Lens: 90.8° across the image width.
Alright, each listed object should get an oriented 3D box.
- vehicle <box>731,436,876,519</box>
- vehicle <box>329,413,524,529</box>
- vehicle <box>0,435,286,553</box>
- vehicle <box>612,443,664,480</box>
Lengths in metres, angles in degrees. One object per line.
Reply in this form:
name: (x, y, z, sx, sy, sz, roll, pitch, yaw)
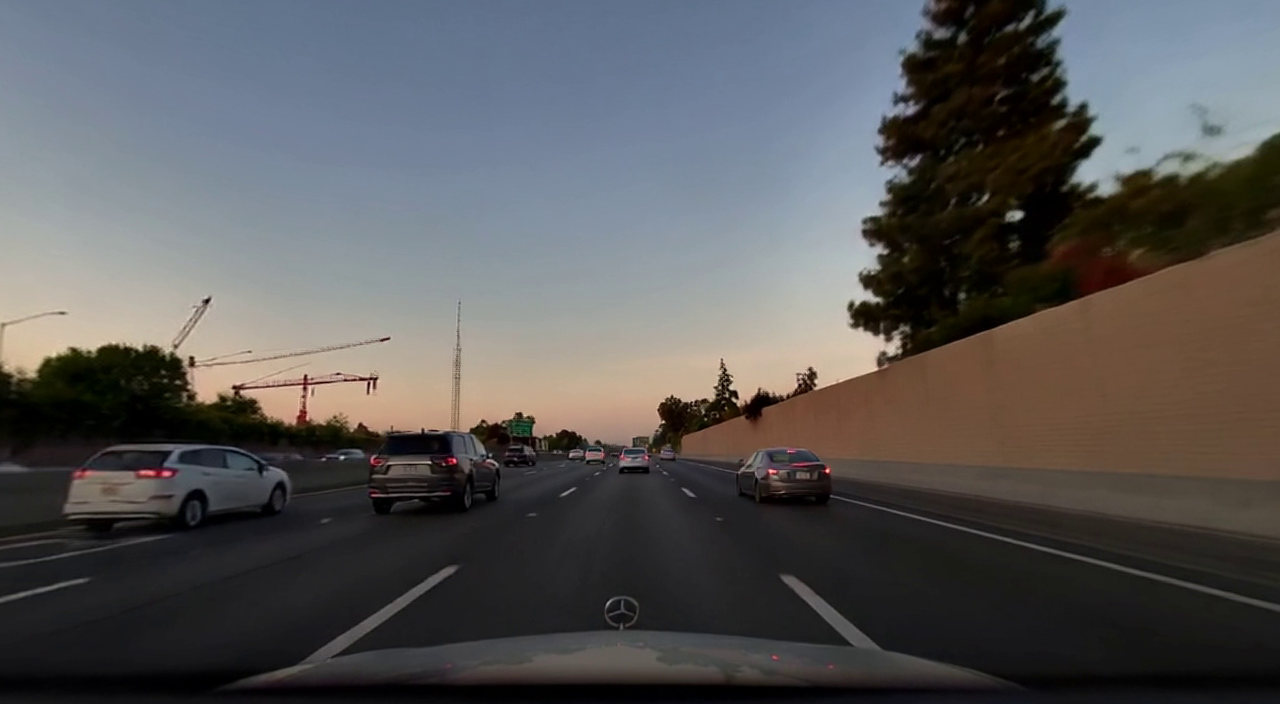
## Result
vehicle: (3.360, 2.661, 14.038, 1.917, 1.507, 4.540, 0, -8, -1)
vehicle: (-3.700, 2.165, 11.979, 2.121, 1.775, 4.335, 0, -8, 0)
vehicle: (-7.933, 2.122, 10.210, 1.908, 1.476, 4.342, 0, -8, 0)
vehicle: (-0.107, 4.635, 27.016, 2.045, 1.452, 4.040, 0, -8, -1)
